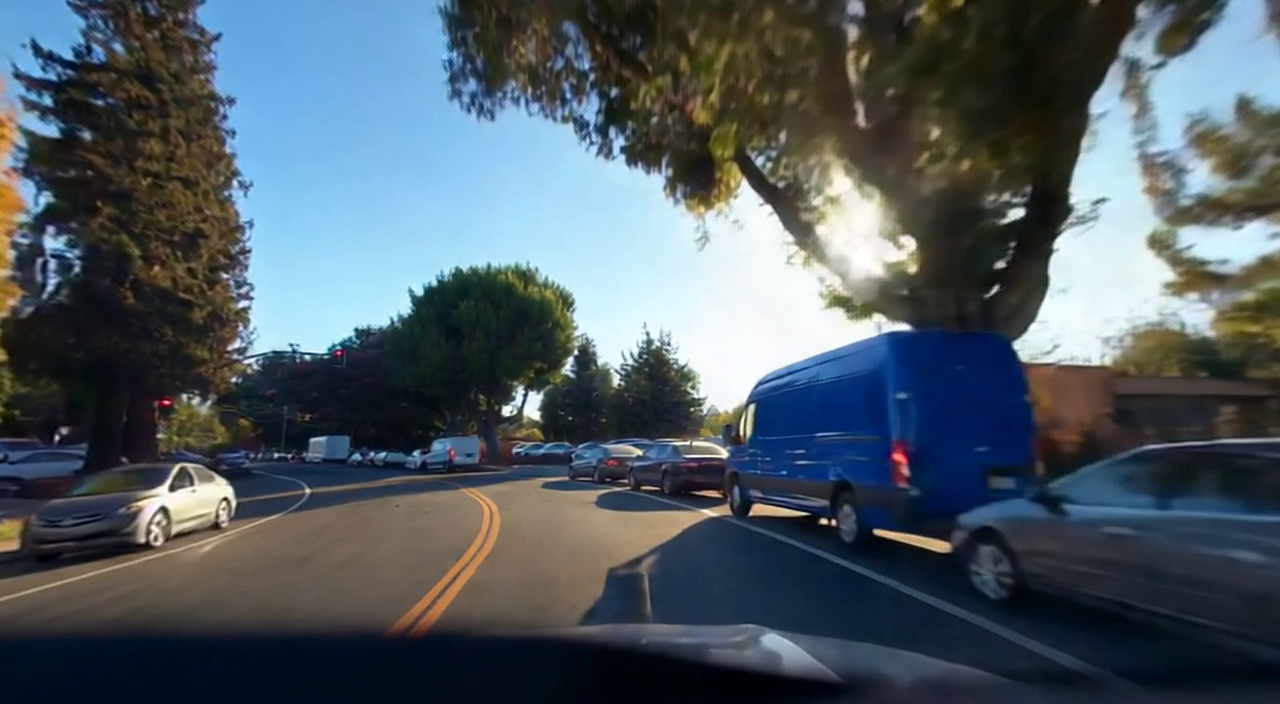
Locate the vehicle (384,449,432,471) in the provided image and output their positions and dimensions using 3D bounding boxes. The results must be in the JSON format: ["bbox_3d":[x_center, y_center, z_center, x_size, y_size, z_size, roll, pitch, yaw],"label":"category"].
[{"bbox_3d":[-16.709,7.732,45.318,1.804,1.453,4.462,7,-11,-39],"label":"vehicle"}]

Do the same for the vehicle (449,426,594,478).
[{"bbox_3d":[-6.458,5.115,32.395,3.041,2.164,10.370,4,-10,-36],"label":"vehicle"}]

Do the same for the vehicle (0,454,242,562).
[{"bbox_3d":[-8.977,2.599,11.231,1.985,1.485,3.820,2,-9,-14],"label":"vehicle"}]

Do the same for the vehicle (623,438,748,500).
[{"bbox_3d":[1.065,3.136,17.463,1.961,1.456,4.569,2,-9,-16],"label":"vehicle"}]

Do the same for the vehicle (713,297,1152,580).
[{"bbox_3d":[3.303,1.311,9.629,2.406,2.689,6.916,1,-8,-10],"label":"vehicle"}]

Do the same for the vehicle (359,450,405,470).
[{"bbox_3d":[-20.315,8.476,49.529,1.762,1.444,4.906,7,-11,-41],"label":"vehicle"}]

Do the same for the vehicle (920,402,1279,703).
[{"bbox_3d":[3.740,1.100,3.779,1.891,1.466,4.362,0,-8,-3],"label":"vehicle"}]

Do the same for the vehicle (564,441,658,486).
[{"bbox_3d":[-1.203,4.088,23.480,1.957,1.479,4.554,3,-9,-24],"label":"vehicle"}]
